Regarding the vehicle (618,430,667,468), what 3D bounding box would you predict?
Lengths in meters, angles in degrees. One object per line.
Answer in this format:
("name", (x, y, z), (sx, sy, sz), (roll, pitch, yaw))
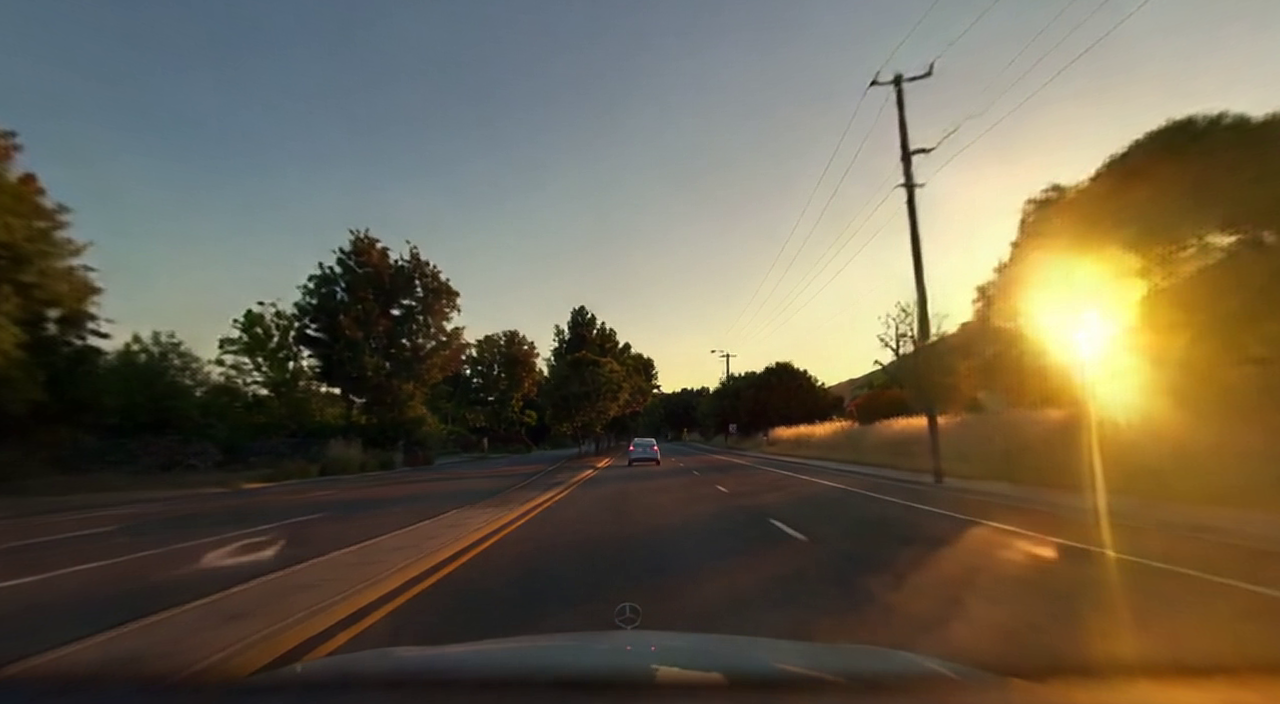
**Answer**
("vehicle", (0.137, 4.727, 30.690), (2.256, 1.734, 4.176), (0, -8, 1))
